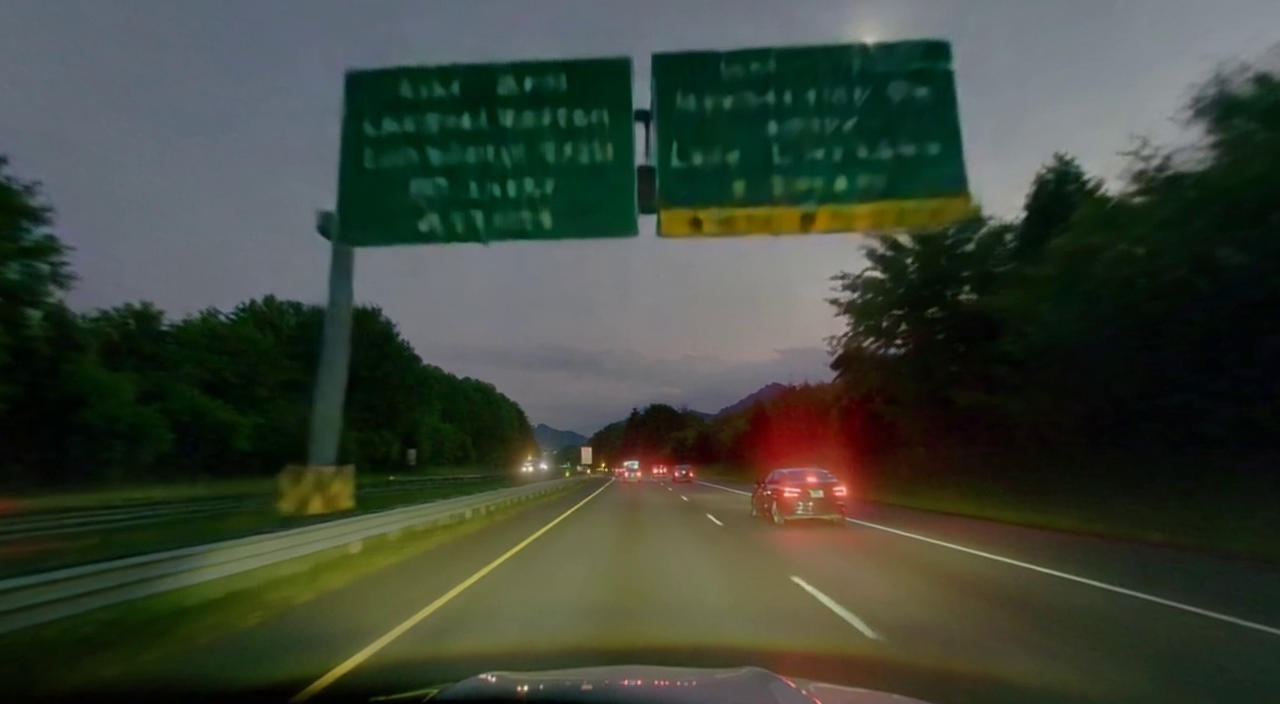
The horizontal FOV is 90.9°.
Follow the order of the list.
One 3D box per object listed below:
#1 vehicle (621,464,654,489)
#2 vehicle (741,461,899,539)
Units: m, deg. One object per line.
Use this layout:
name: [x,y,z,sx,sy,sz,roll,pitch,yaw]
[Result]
vehicle: [-0.193,8.065,40.797,1.980,1.483,3.865,1,-10,-1]
vehicle: [3.800,3.260,14.387,2.018,1.426,4.941,1,-11,-2]
